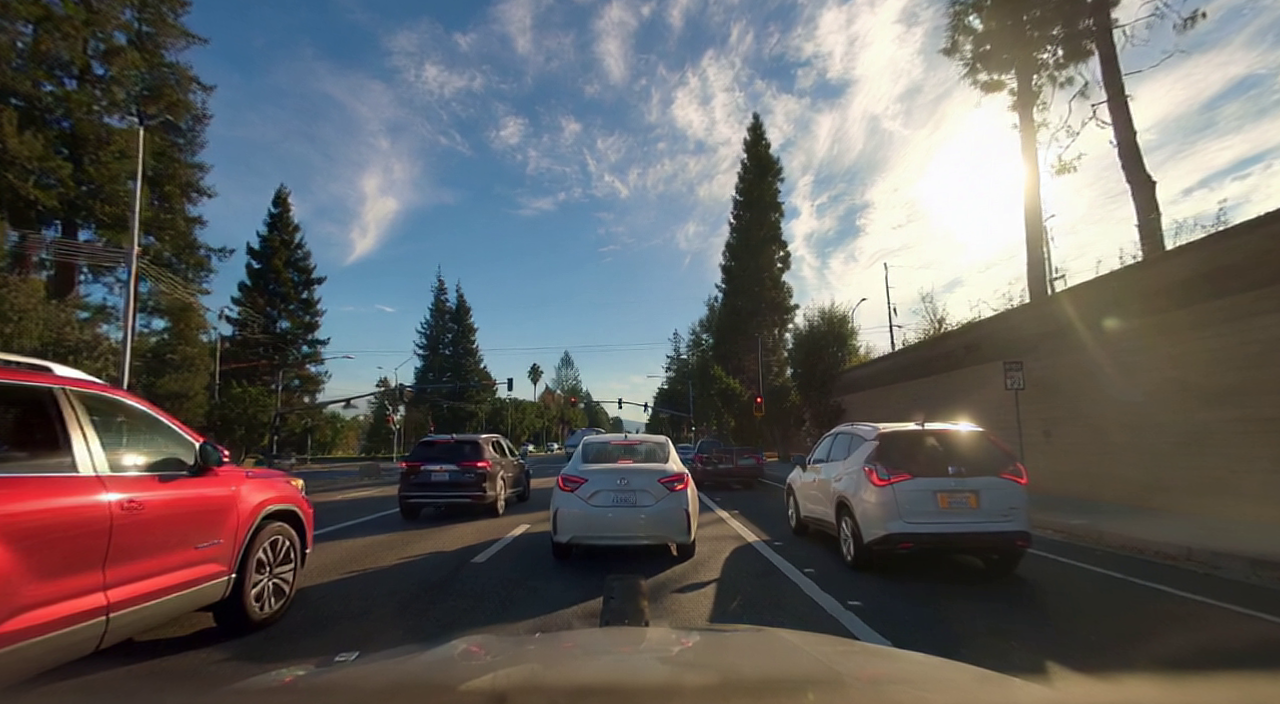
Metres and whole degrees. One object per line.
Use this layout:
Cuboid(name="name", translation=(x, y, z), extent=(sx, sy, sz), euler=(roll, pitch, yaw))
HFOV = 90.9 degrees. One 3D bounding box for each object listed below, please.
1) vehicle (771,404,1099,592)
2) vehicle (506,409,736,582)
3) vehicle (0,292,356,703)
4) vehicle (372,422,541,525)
Cuboid(name="vehicle", translation=(3.136, 1.641, 7.943), extent=(2.029, 1.702, 4.281), euler=(0, -8, 0))
Cuboid(name="vehicle", translation=(-0.157, 1.689, 8.192), extent=(2.245, 1.677, 3.913), euler=(0, -8, 1))
Cuboid(name="vehicle", translation=(-3.525, 0.839, 3.182), extent=(2.070, 1.913, 4.450), euler=(0, -8, 0))
Cuboid(name="vehicle", translation=(-3.528, 2.433, 13.222), extent=(2.067, 1.759, 4.631), euler=(0, -8, 1))
